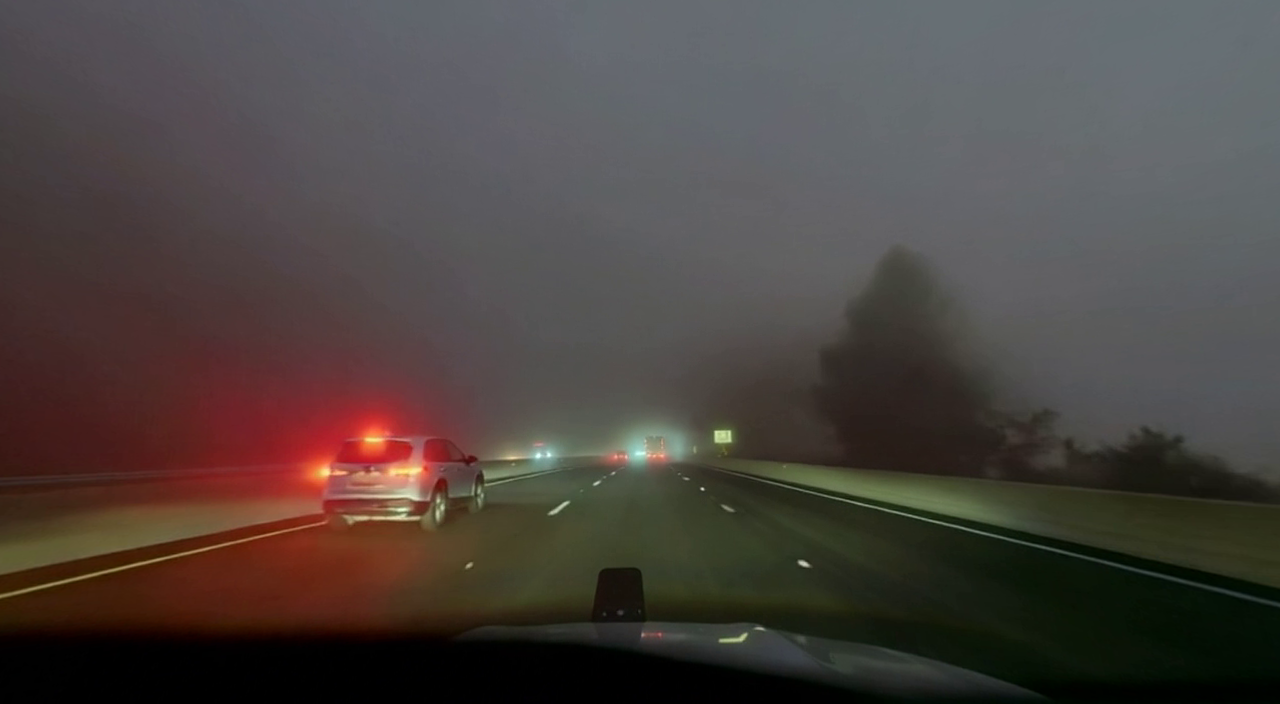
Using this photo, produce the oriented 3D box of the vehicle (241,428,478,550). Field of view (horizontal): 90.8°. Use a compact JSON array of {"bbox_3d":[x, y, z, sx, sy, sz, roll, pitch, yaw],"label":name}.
[{"bbox_3d":[-4.221,2.121,10.385,2.035,1.595,4.022,0,-9,0],"label":"vehicle"}]
